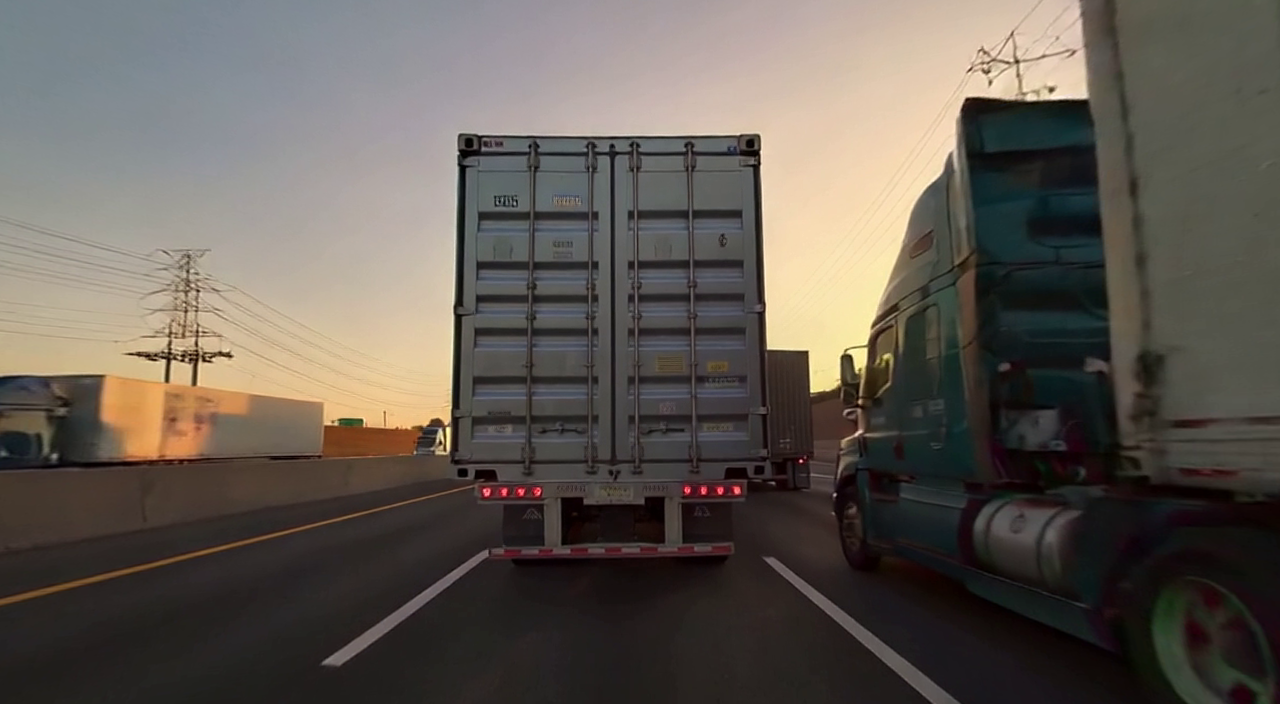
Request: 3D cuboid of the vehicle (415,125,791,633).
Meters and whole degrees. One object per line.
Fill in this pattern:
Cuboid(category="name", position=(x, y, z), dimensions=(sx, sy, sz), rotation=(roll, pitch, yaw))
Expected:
Cuboid(category="vehicle", position=(-0.295, 0.978, 11.030), dimensions=(2.841, 4.071, 12.046), rotation=(0, -8, 0))

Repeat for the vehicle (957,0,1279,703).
Cuboid(category="vehicle", position=(3.578, -0.486, 0.152), dimensions=(2.955, 3.777, 7.403), rotation=(0, -8, -1))
